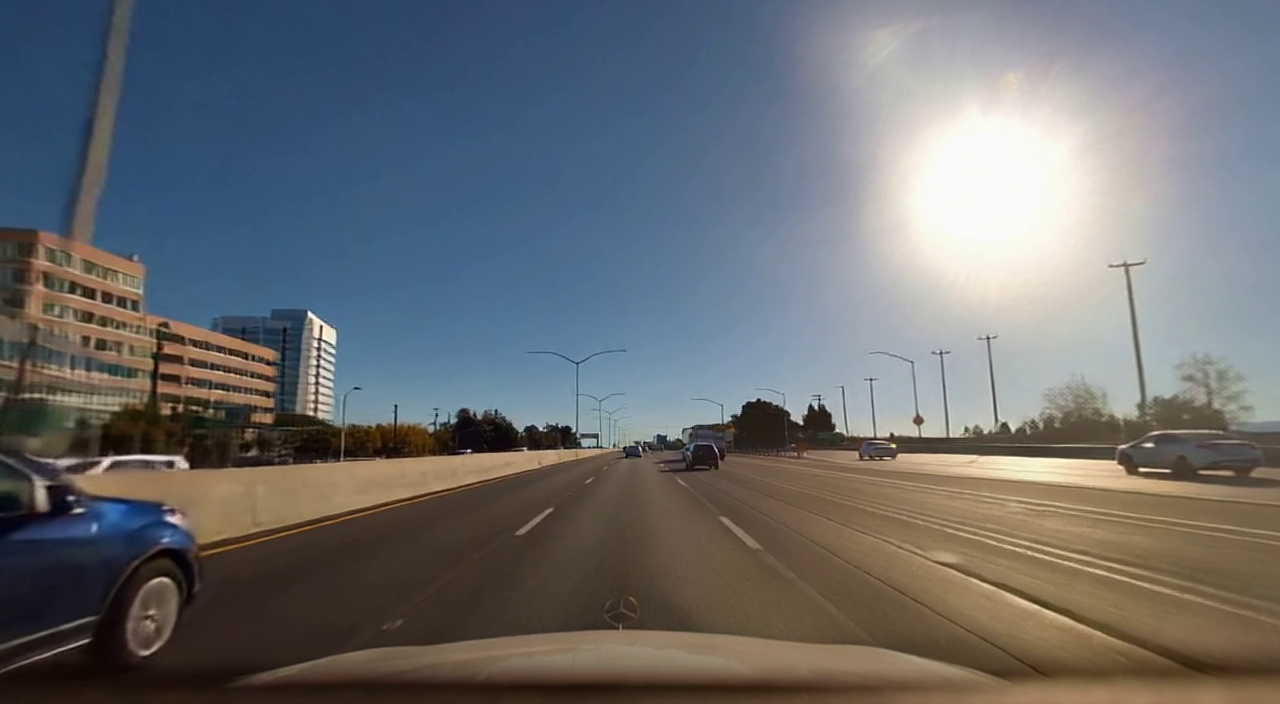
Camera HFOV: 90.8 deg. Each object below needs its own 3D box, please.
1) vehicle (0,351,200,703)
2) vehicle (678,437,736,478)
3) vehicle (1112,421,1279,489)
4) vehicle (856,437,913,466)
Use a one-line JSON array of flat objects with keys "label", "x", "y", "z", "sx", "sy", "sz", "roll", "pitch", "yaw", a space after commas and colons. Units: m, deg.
[{"label": "vehicle", "x": -3.586, "y": 0.661, "z": 1.262, "sx": 2.099, "sy": 1.682, "sz": 4.590, "roll": 0, "pitch": -9, "yaw": 0}, {"label": "vehicle", "x": 2.848, "y": 4.607, "z": 27.849, "sx": 1.997, "sy": 1.638, "sz": 4.281, "roll": 0, "pitch": -9, "yaw": -1}, {"label": "vehicle", "x": 18.701, "y": 3.358, "z": 20.793, "sx": 2.190, "sy": 1.911, "sz": 5.658, "roll": -1, "pitch": -9, "yaw": 3}, {"label": "vehicle", "x": 16.217, "y": 6.626, "z": 42.145, "sx": 2.070, "sy": 1.782, "sz": 5.006, "roll": -1, "pitch": -9, "yaw": 4}]
